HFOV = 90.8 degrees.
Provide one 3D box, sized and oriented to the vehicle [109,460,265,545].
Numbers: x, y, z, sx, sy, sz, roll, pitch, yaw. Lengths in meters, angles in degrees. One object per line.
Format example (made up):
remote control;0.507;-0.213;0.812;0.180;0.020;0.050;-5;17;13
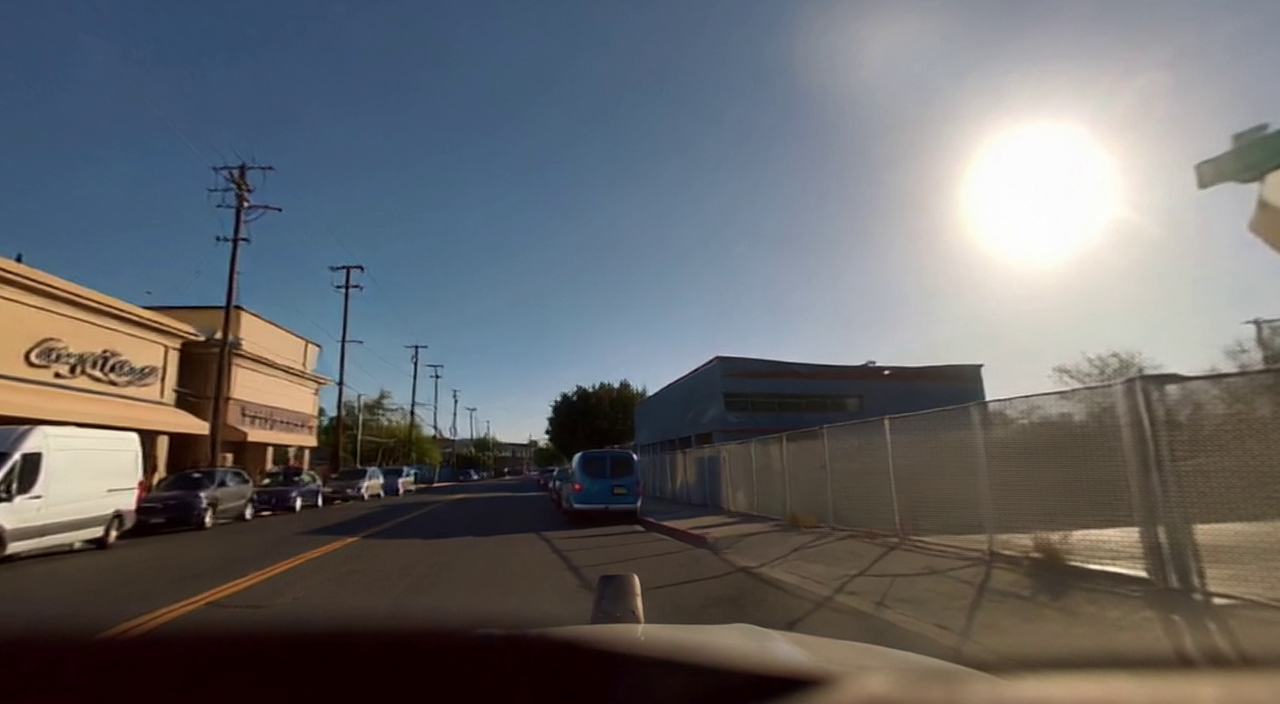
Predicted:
vehicle;-12.071;3.952;17.218;1.857;1.908;4.081;2;-9;-12

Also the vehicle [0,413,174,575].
vehicle;-10.955;2.546;11.251;2.435;2.308;4.937;-2;-10;-13

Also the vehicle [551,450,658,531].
vehicle;-1.300;4.057;19.407;2.327;2.021;5.850;2;-9;-12

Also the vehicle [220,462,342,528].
vehicle;-13.224;5.227;23.811;2.304;1.937;5.720;1;-9;-12

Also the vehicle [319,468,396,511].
vehicle;-15.322;7.436;34.677;2.504;1.919;5.658;2;-9;-10
